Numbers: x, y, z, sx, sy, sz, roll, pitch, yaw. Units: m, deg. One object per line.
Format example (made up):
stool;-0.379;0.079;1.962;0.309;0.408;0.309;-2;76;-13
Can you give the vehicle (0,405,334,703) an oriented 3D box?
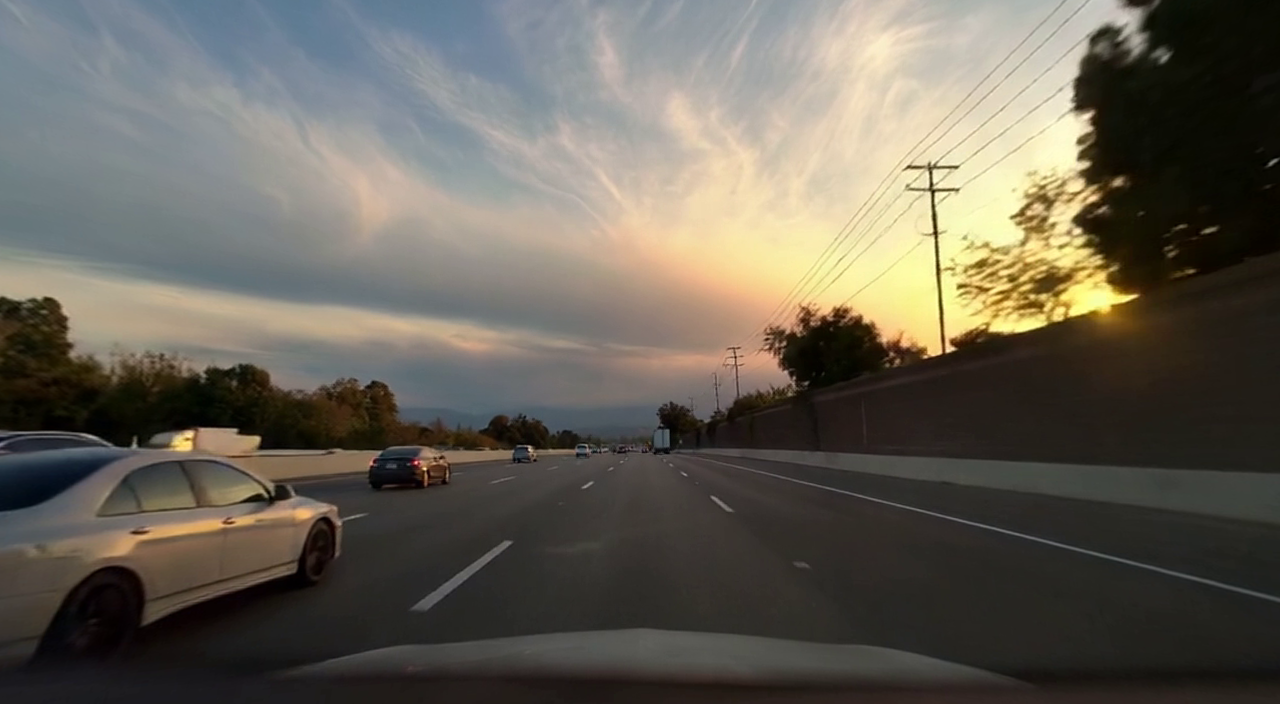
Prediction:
vehicle;-3.693;1.035;2.893;2.045;1.532;4.954;0;-9;1

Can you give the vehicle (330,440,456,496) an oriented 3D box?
vehicle;-7.467;3.554;19.649;1.946;1.514;4.687;0;-9;1
